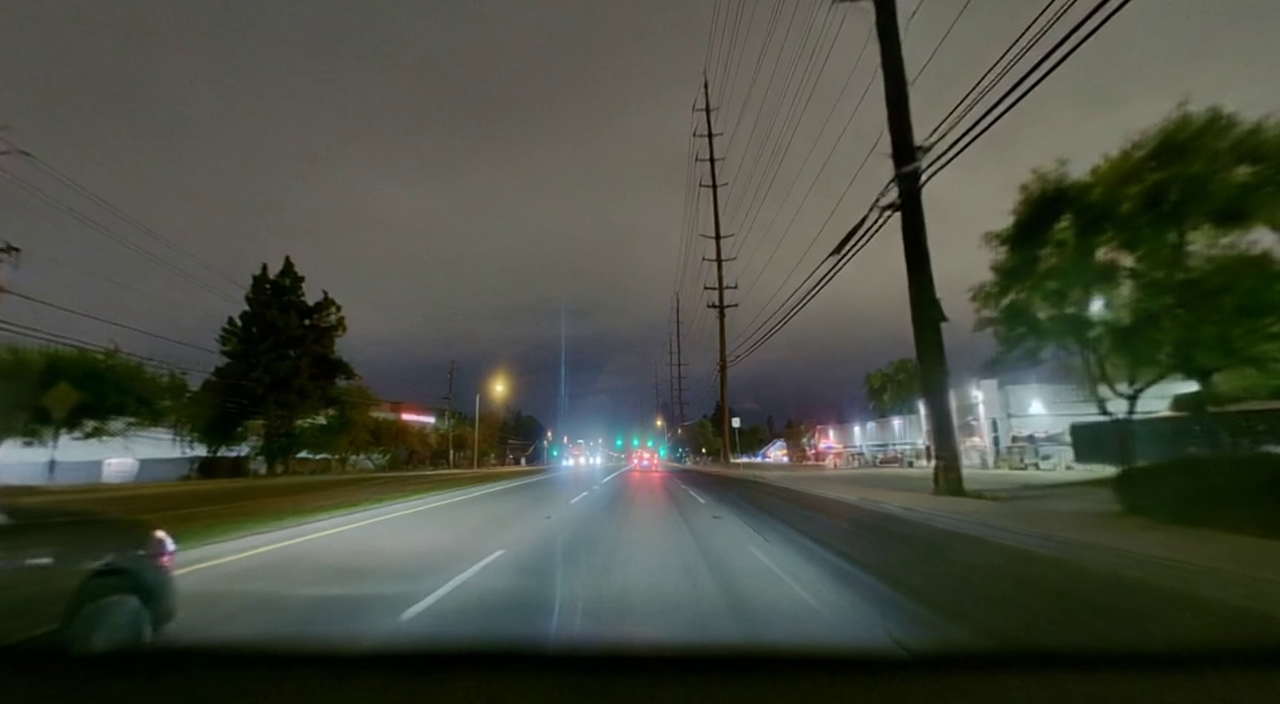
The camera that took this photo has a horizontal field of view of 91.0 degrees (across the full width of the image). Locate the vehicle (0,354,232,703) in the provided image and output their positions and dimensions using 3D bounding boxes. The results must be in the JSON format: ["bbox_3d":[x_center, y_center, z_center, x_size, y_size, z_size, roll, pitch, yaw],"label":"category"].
[{"bbox_3d":[-3.592,0.704,1.413,2.169,1.679,4.723,0,-8,0],"label":"vehicle"}]

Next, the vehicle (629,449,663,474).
[{"bbox_3d":[0.350,7.091,41.110,2.114,1.492,4.453,0,-8,-1],"label":"vehicle"}]
